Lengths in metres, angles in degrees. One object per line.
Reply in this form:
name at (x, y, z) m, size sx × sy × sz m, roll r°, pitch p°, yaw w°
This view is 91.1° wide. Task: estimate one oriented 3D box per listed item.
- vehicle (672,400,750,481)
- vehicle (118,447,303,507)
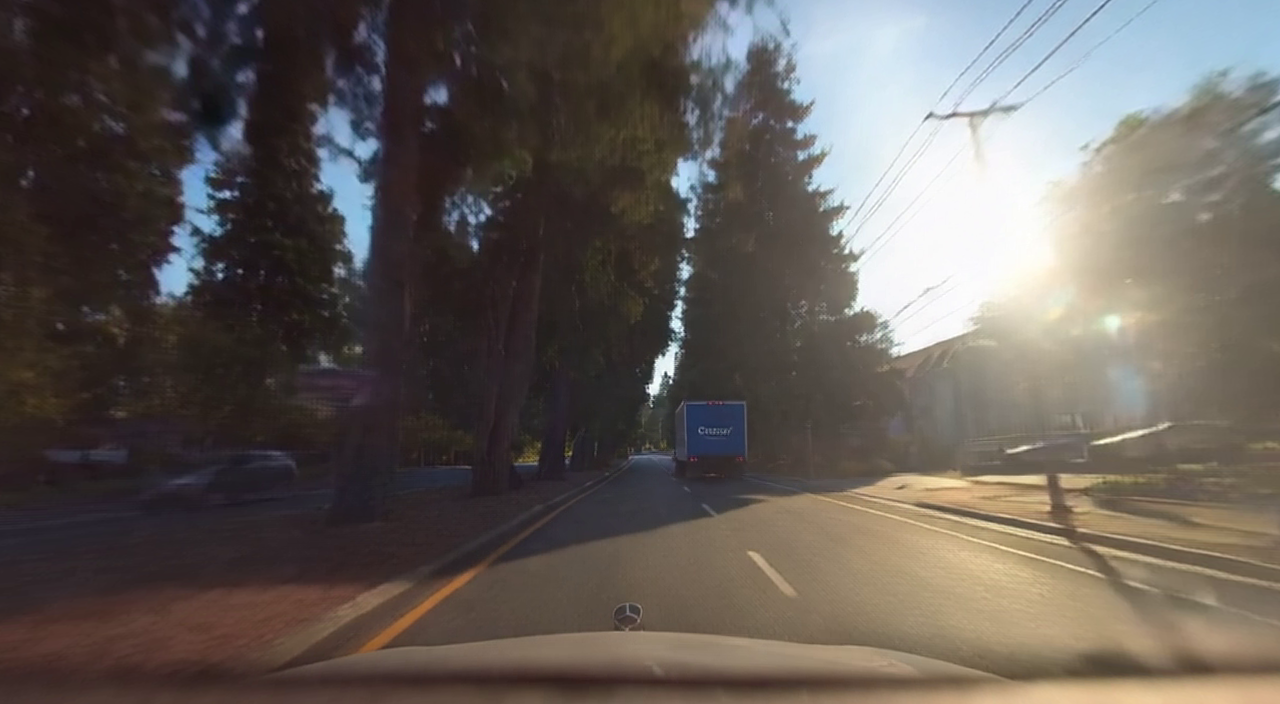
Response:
vehicle at (3.646, 4.943, 34.789) m, size 2.973 × 3.848 × 9.336 m, roll 0°, pitch -8°, yaw -1°
vehicle at (-12.223, 3.538, 18.379) m, size 1.950 × 1.501 × 4.807 m, roll 0°, pitch -8°, yaw 1°
